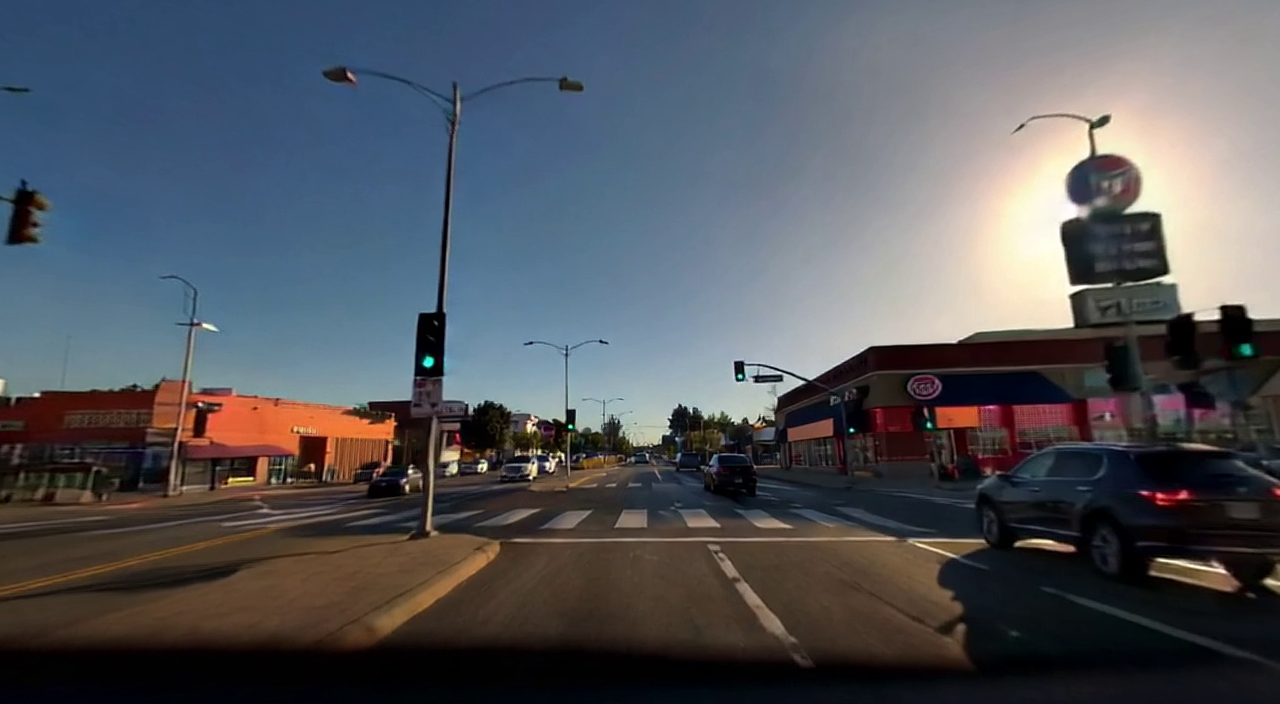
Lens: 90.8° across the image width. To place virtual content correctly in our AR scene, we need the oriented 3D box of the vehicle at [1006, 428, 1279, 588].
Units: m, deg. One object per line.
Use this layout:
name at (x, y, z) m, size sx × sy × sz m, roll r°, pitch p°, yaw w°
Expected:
vehicle at (7.437, 1.989, 9.031) m, size 1.974 × 1.679 × 4.611 m, roll -1°, pitch -8°, yaw 5°

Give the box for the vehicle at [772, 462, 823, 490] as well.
vehicle at (9.635, 7.588, 38.937) m, size 1.948 × 1.483 × 4.645 m, roll 0°, pitch -8°, yaw 0°

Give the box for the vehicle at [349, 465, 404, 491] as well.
vehicle at (-18.167, 8.673, 43.761) m, size 1.858 × 1.493 × 4.721 m, roll 0°, pitch -8°, yaw -1°

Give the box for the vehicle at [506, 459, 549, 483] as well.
vehicle at (-8.018, 8.516, 45.356) m, size 2.225 × 1.532 × 4.486 m, roll 0°, pitch -8°, yaw 1°
